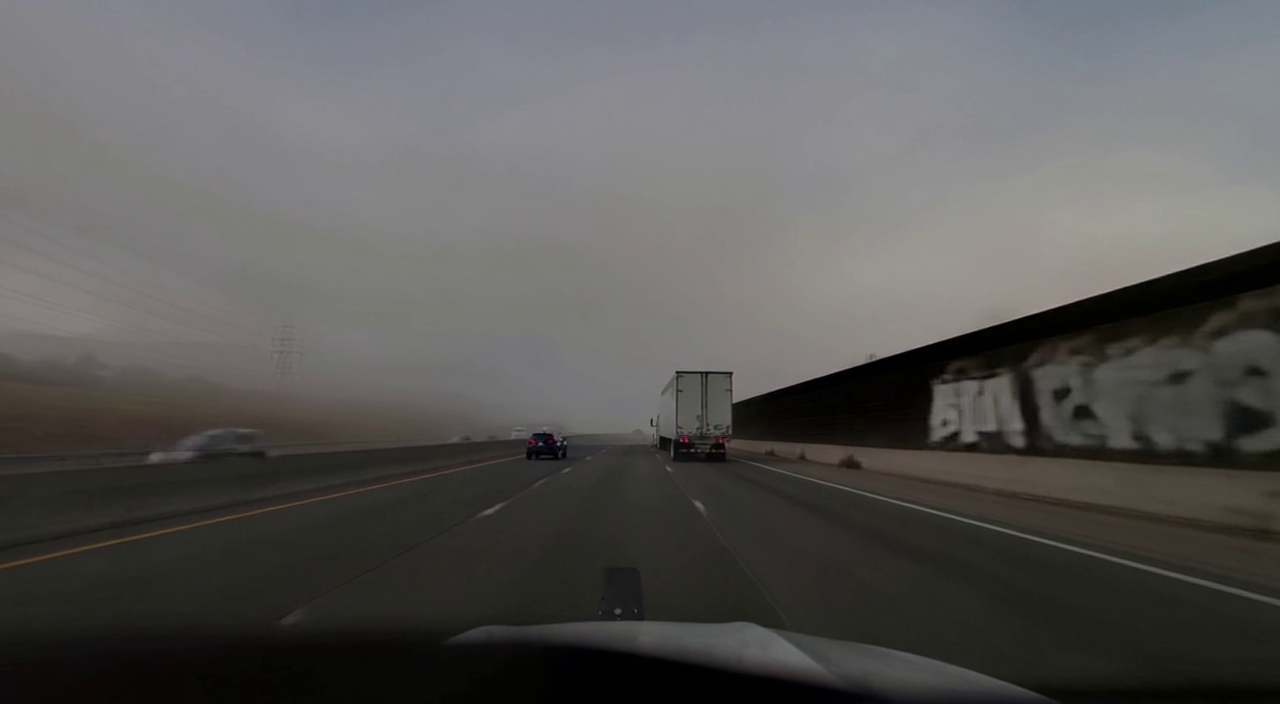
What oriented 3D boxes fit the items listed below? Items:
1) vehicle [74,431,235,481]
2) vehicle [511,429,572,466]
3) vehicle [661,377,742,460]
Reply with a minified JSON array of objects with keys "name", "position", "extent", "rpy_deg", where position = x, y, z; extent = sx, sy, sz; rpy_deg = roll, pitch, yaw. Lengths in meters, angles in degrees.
[{"name":"vehicle","position":[-15.689,3.356,20.726],"extent":[1.931,1.458,4.239],"rpy_deg":[0,-8,-1]},{"name":"vehicle","position":[-4.250,4.182,27.860],"extent":[1.965,1.486,4.448],"rpy_deg":[0,-8,0]},{"name":"vehicle","position":[3.032,3.815,34.793],"extent":[3.060,3.842,11.095],"rpy_deg":[0,-8,-1]}]
